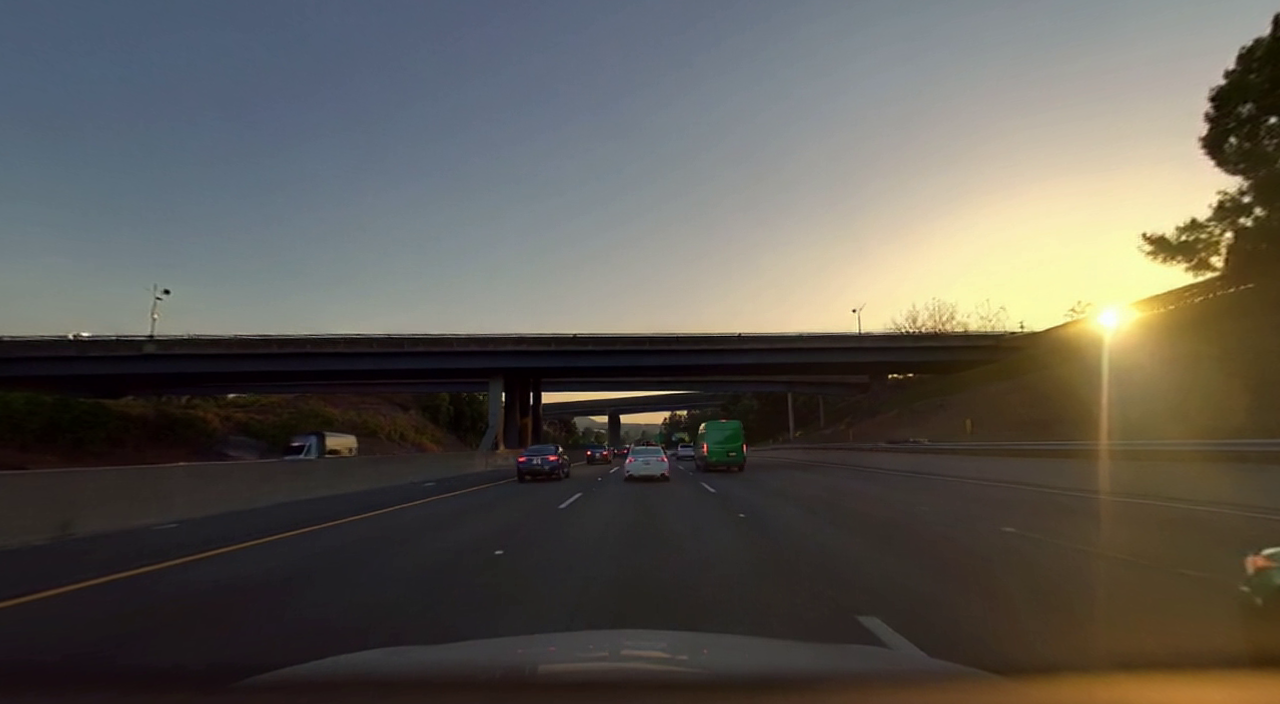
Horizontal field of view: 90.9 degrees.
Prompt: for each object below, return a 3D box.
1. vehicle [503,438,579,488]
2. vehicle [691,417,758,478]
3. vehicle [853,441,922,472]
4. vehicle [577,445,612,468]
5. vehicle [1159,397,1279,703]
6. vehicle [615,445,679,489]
[{"bbox_3d":[-3.614,4.135,23.805,2.078,1.706,4.298,-1,-8,1],"label":"vehicle"},{"bbox_3d":[4.124,4.835,32.057,2.436,2.745,6.607,0,-8,0],"label":"vehicle"},{"bbox_3d":[15.781,6.667,40.539,2.189,1.869,5.080,0,-8,-2],"label":"vehicle"},{"bbox_3d":[-3.407,7.878,47.889,2.258,1.655,4.397,0,-8,1],"label":"vehicle"},{"bbox_3d":[3.934,0.745,1.230,2.085,1.558,4.466,-1,-8,1],"label":"vehicle"},{"bbox_3d":[0.241,4.173,23.274,2.174,1.467,4.005,0,-8,0],"label":"vehicle"}]
